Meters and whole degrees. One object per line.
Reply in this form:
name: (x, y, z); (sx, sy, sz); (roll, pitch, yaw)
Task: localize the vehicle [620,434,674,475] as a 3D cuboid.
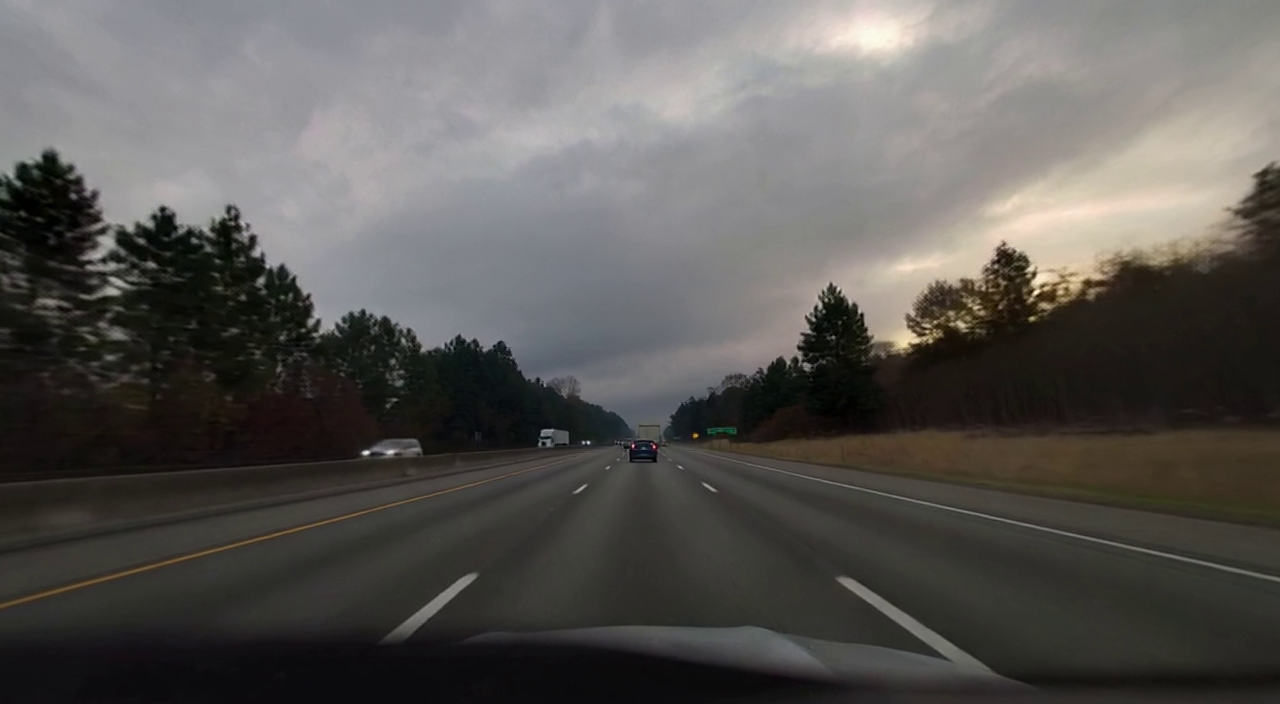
vehicle: (0.363, 4.424, 27.321); (2.139, 1.607, 4.034); (0, -8, 3)

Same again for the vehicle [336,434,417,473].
vehicle: (-14.164, 5.505, 34.205); (2.194, 1.944, 5.041); (0, -8, 0)
